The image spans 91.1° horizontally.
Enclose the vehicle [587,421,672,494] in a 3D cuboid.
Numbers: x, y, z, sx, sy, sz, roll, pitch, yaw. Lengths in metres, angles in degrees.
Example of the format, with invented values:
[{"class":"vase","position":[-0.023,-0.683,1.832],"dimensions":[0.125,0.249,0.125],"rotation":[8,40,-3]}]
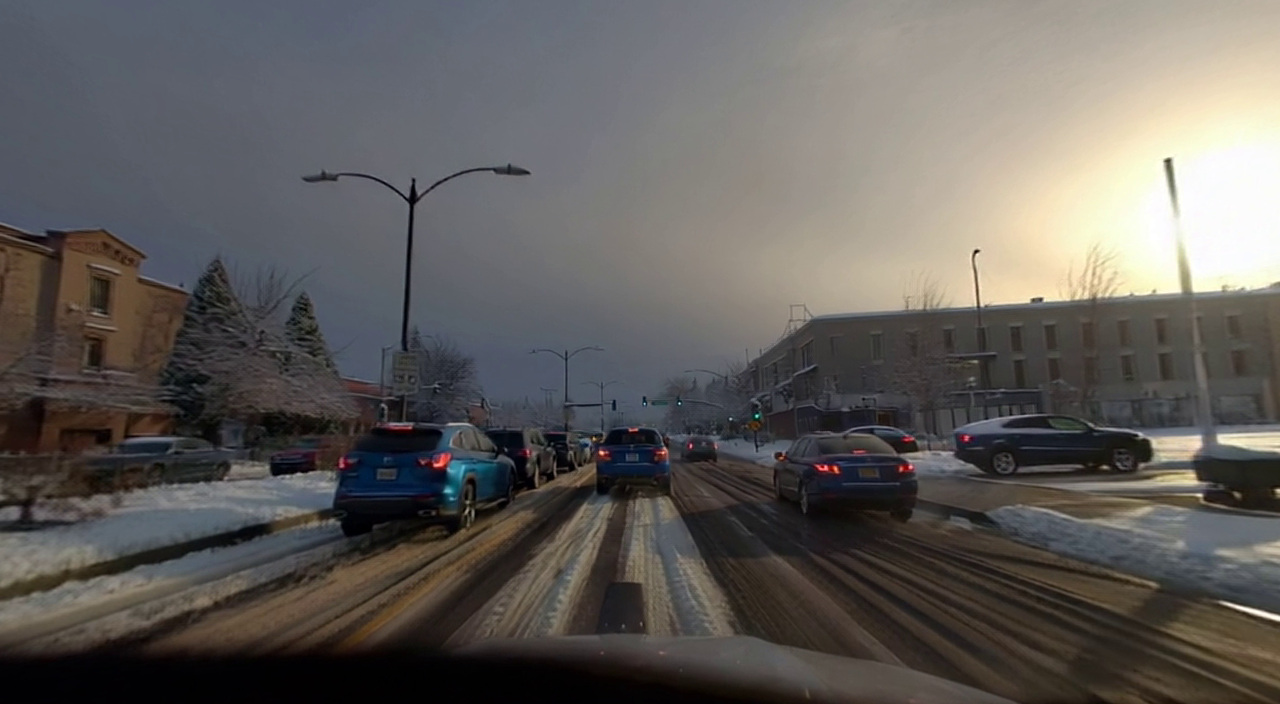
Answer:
[{"class":"vehicle","position":[-0.209,2.810,17.011],"dimensions":[2.022,1.700,4.084],"rotation":[0,-8,1]}]

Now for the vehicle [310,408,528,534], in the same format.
[{"class":"vehicle","position":[-3.407,1.944,10.792],"dimensions":[2.047,1.710,4.314],"rotation":[0,-8,2]}]

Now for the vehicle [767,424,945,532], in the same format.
[{"class":"vehicle","position":[3.541,2.115,11.117],"dimensions":[1.847,1.554,3.885],"rotation":[0,-8,2]}]

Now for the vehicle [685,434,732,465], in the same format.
[{"class":"vehicle","position":[3.388,4.940,31.918],"dimensions":[1.948,1.475,4.093],"rotation":[0,-8,0]}]

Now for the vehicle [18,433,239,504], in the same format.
[{"class":"vehicle","position":[-12.380,2.815,15.671],"dimensions":[1.843,1.509,4.301],"rotation":[0,-8,1]}]

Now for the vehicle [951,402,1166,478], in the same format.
[{"class":"vehicle","position":[12.484,2.678,18.995],"dimensions":[4.991,1.978,2.090],"rotation":[-8,-11,42]}]
